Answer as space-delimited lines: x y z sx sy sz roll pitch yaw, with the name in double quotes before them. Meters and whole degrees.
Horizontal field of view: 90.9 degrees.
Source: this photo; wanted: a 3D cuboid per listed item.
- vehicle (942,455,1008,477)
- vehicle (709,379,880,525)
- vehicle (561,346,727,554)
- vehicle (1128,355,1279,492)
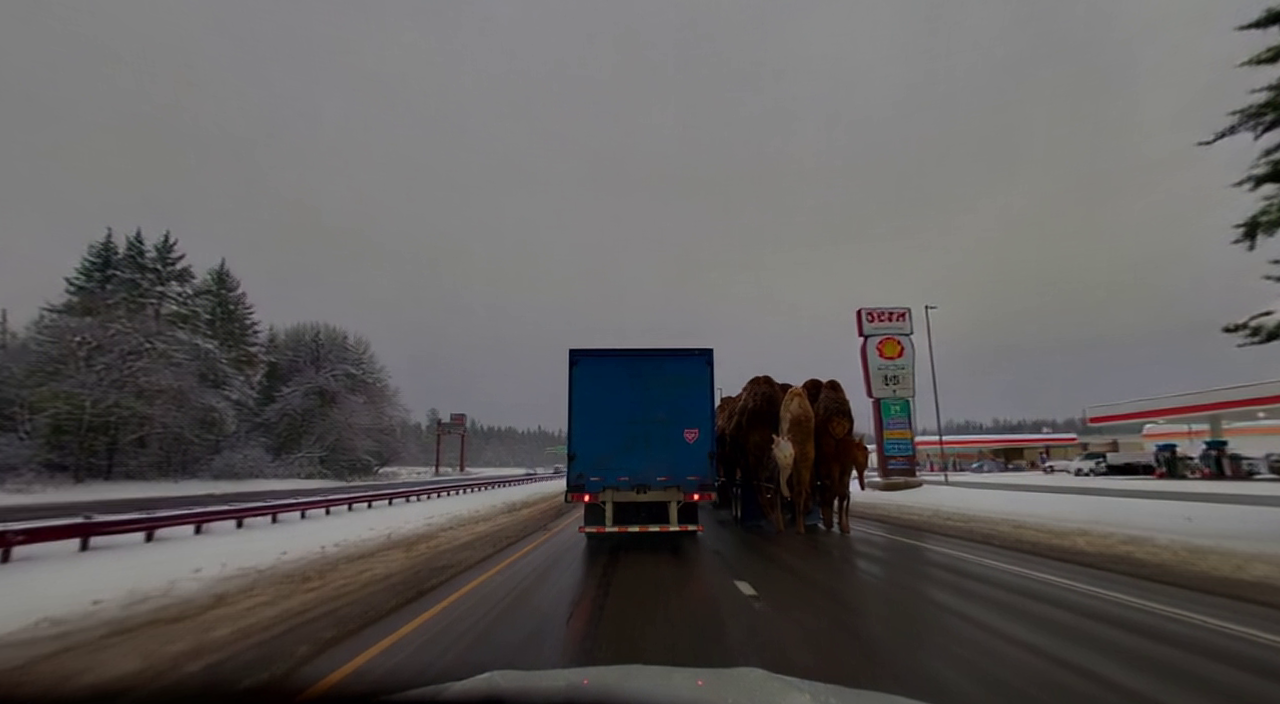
"vehicle" 24.520 8.373 46.308 1.762 1.470 4.485 3 -11 -11
"vehicle" 4.420 3.381 20.757 2.936 3.640 9.443 1 -10 -2
"vehicle" 0.040 2.334 14.495 2.618 3.306 8.676 1 -10 0
"vehicle" 20.836 1.999 18.113 2.771 4.075 13.513 1 -11 0
